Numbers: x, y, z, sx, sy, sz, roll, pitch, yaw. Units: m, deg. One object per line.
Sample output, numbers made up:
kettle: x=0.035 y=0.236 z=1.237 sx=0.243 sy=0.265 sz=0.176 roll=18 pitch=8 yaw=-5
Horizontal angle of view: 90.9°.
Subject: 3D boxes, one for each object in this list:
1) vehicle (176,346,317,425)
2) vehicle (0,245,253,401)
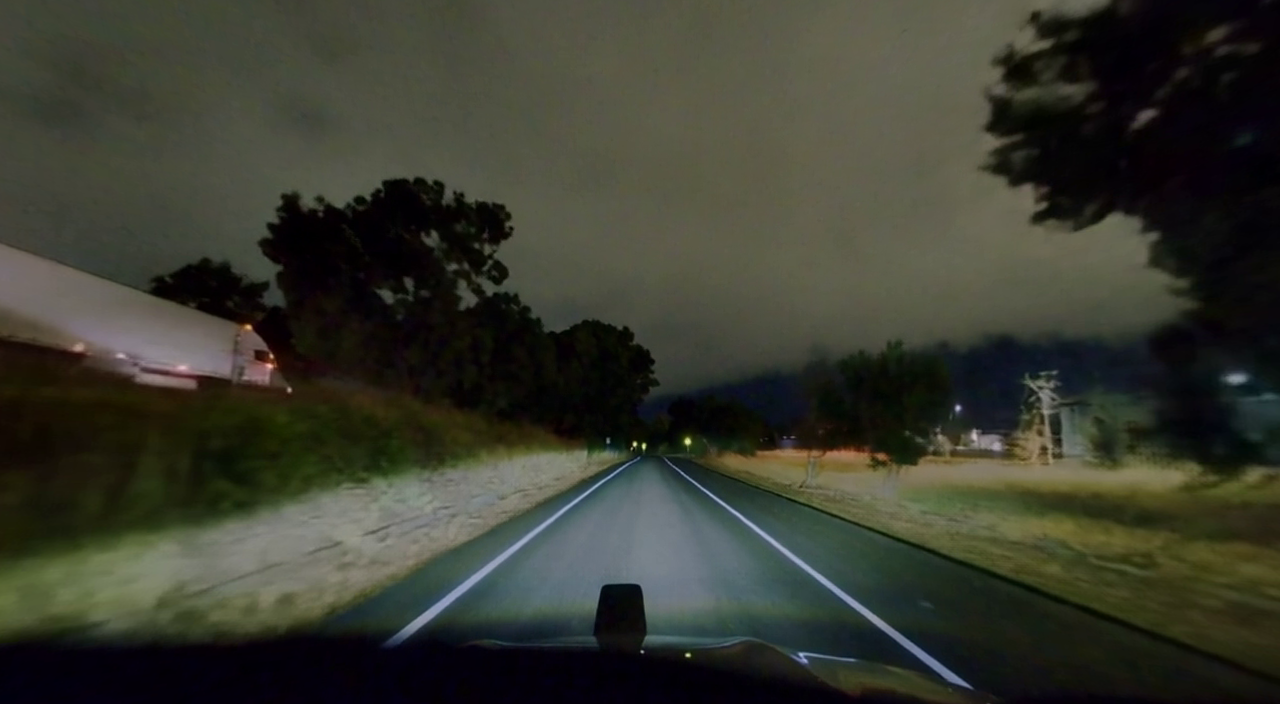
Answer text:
vehicle: x=-23.924 y=2.231 z=39.114 sx=3.022 sy=4.324 sz=8.607 roll=-1 pitch=-5 yaw=2
vehicle: x=-24.989 y=-0.784 z=28.805 sx=3.314 sy=4.163 sz=16.558 roll=-1 pitch=-11 yaw=3
